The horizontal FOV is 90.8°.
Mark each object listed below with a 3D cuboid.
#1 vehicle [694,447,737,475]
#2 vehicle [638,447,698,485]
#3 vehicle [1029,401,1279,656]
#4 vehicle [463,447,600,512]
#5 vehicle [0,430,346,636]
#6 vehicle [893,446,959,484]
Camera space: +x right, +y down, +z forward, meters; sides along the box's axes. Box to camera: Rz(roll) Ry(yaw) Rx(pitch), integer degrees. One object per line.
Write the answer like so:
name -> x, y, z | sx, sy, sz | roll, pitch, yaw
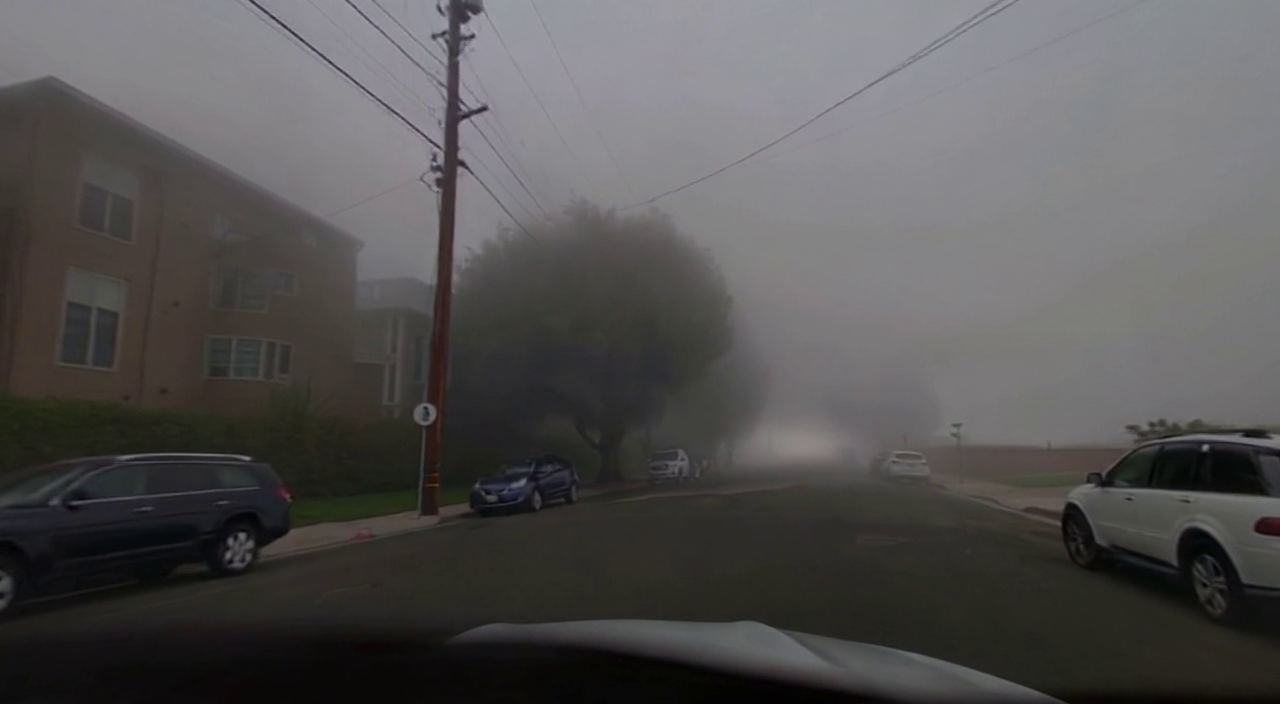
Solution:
vehicle -> 5.451, 7.845, 45.143 | 1.953, 1.699, 4.234 | -10, -13, 18
vehicle -> 1.554, 5.904, 33.126 | 2.011, 1.801, 4.676 | -3, -9, 17
vehicle -> 5.764, 1.442, 6.123 | 2.180, 1.677, 4.432 | -3, -9, 16
vehicle -> -3.023, 3.796, 18.789 | 2.017, 1.582, 4.664 | -6, -13, 18
vehicle -> -6.018, 1.964, 7.455 | 2.068, 1.745, 4.579 | -11, -10, 14
vehicle -> 12.439, 4.903, 27.707 | 1.964, 1.515, 4.055 | -3, -9, 16
